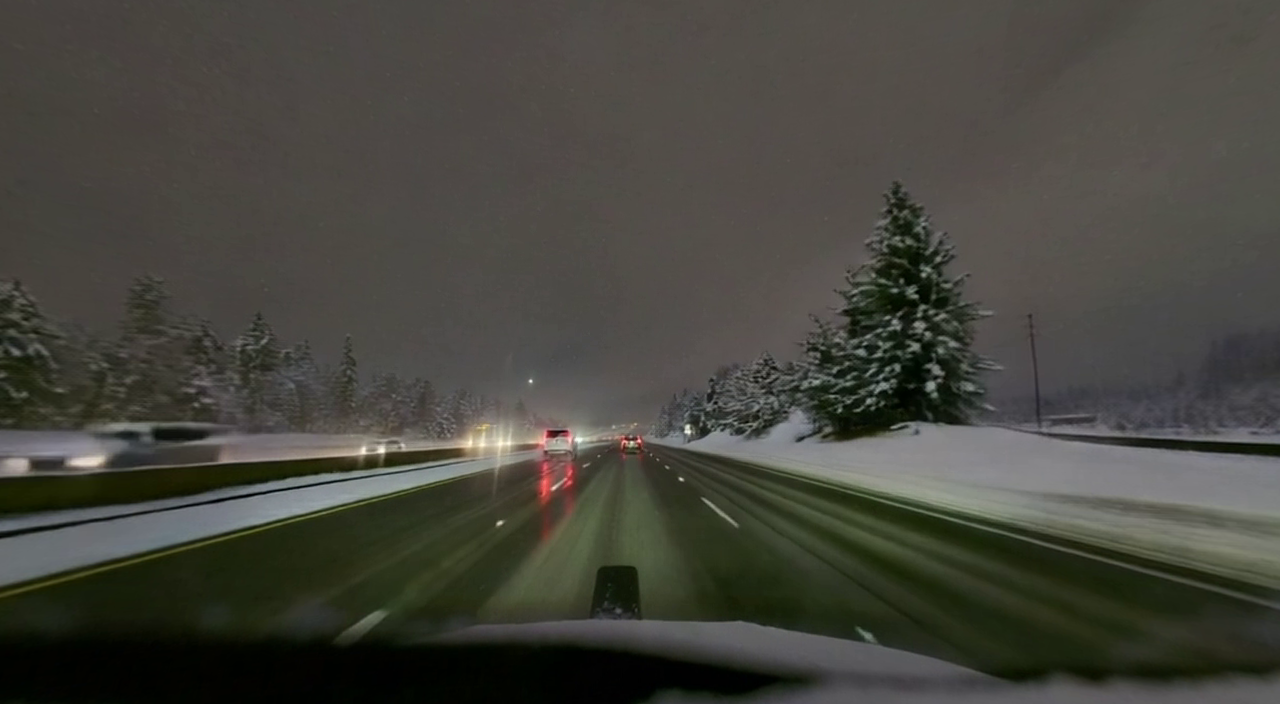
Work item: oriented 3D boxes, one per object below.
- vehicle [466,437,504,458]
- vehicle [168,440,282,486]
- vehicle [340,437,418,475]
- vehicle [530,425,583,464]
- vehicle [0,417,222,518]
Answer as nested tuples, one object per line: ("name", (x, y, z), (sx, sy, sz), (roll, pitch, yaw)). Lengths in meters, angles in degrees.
("vehicle", (-12.031, 7.408, 48.998), (1.891, 1.522, 4.210), (0, -8, 0))
("vehicle", (-16.219, 4.316, 24.850), (1.863, 1.586, 3.932), (0, -8, -1))
("vehicle", (-12.014, 4.771, 29.246), (1.938, 1.567, 4.376), (0, -8, -3))
("vehicle", (-4.291, 4.850, 33.078), (2.115, 1.887, 4.721), (0, -8, 0))
("vehicle", (-12.319, 2.523, 14.413), (2.176, 1.901, 4.882), (0, -8, -2))
